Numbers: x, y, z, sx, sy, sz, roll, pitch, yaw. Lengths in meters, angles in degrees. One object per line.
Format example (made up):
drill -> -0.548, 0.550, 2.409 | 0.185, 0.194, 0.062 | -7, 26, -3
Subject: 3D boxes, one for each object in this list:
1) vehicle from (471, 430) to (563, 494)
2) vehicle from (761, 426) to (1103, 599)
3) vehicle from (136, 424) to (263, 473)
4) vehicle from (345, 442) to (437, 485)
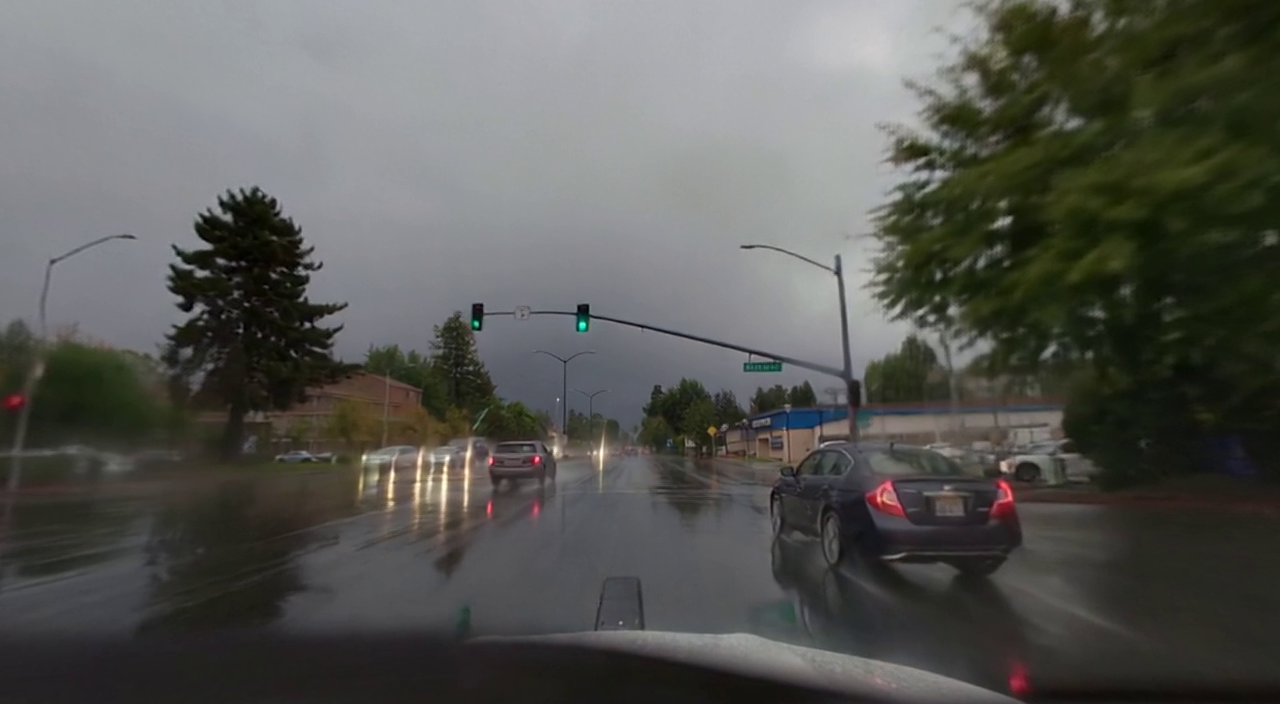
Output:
vehicle -> -3.782, 3.482, 20.270 | 1.997, 1.806, 4.500 | 0, -9, 0
vehicle -> 3.063, 1.785, 8.060 | 1.975, 1.502, 4.787 | 0, -9, -2
vehicle -> -34.491, 7.599, 49.728 | 7.384, 3.665, 3.220 | 0, -8, -1
vehicle -> -10.181, 4.560, 26.238 | 1.942, 1.576, 4.567 | -1, -9, 0
